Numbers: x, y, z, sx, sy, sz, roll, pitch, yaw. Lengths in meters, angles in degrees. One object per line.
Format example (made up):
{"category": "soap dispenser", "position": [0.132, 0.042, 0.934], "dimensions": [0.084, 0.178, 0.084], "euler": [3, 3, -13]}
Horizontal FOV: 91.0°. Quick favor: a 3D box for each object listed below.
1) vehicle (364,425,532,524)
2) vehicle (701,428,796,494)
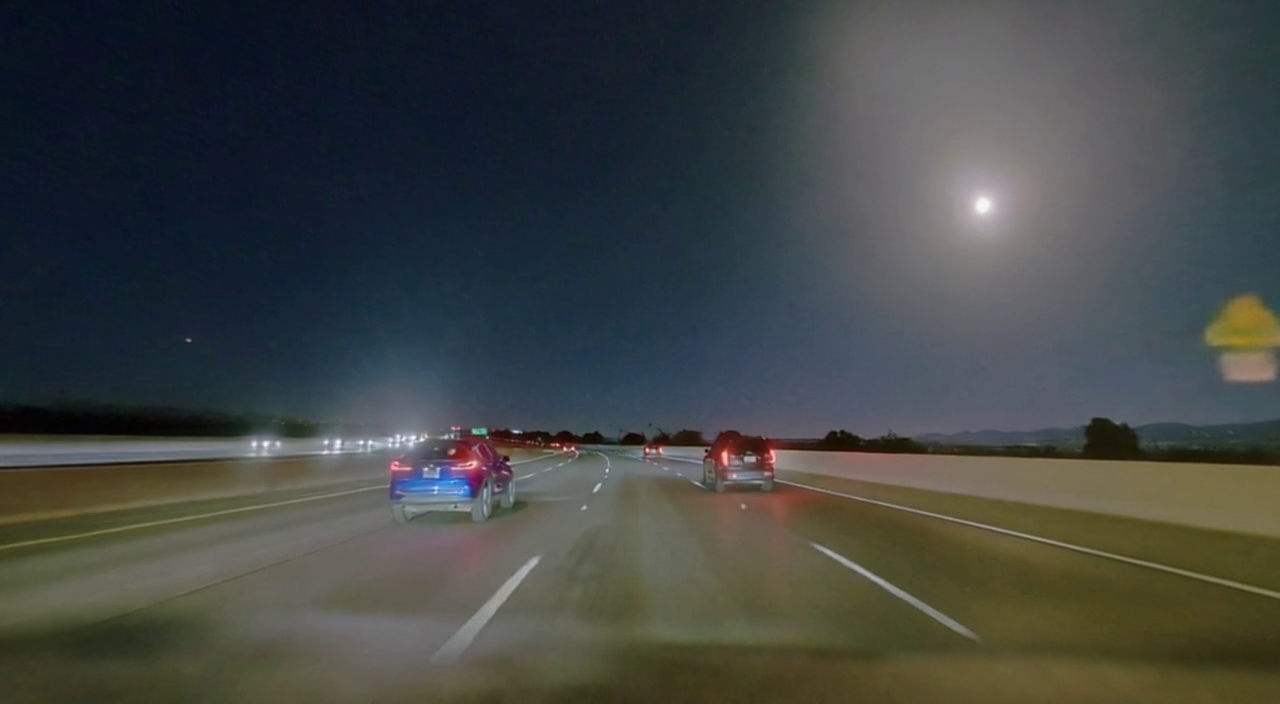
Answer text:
{"category": "vehicle", "position": [-3.832, 2.554, 13.613], "dimensions": [2.214, 1.743, 4.465], "euler": [0, -9, 0]}
{"category": "vehicle", "position": [3.341, 3.481, 20.384], "dimensions": [2.153, 1.860, 4.689], "euler": [0, -9, -1]}
